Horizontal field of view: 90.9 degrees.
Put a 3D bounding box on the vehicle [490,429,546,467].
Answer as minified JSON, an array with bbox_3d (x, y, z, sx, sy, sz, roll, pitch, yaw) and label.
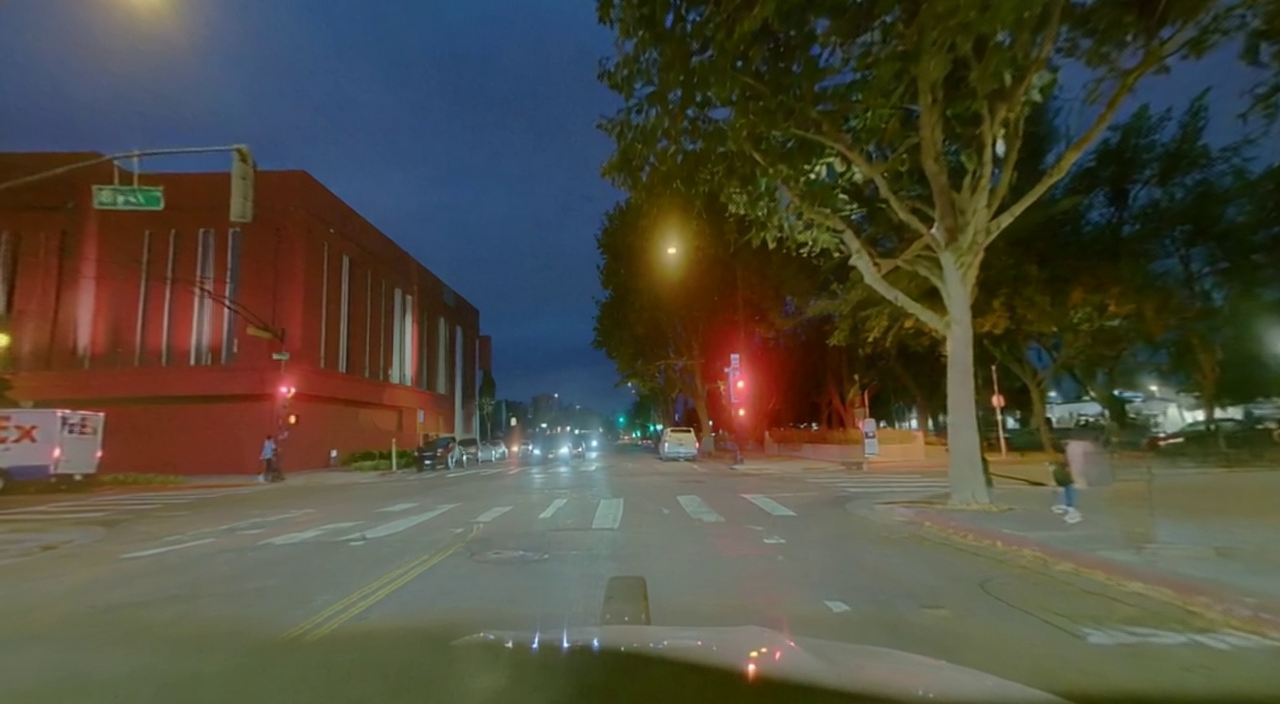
[{"bbox_3d":[-6.470,5.152,33.976,2.242,1.887,4.924,0,-8,-3],"label":"vehicle"}]

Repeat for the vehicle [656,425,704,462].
[{"bbox_3d":[2.470,5.847,40.478,2.557,2.188,5.164,0,-8,-3],"label":"vehicle"}]

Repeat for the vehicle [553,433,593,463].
[{"bbox_3d":[-3.795,5.523,36.423,2.033,1.596,4.142,0,-8,-3],"label":"vehicle"}]

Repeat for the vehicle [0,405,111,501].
[{"bbox_3d":[-25.946,3.801,23.528,9.465,3.299,3.029,-1,-6,-3],"label":"vehicle"}]

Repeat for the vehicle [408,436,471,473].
[{"bbox_3d":[-10.386,5.307,32.977,2.216,1.804,4.526,1,-8,-6],"label":"vehicle"}]
